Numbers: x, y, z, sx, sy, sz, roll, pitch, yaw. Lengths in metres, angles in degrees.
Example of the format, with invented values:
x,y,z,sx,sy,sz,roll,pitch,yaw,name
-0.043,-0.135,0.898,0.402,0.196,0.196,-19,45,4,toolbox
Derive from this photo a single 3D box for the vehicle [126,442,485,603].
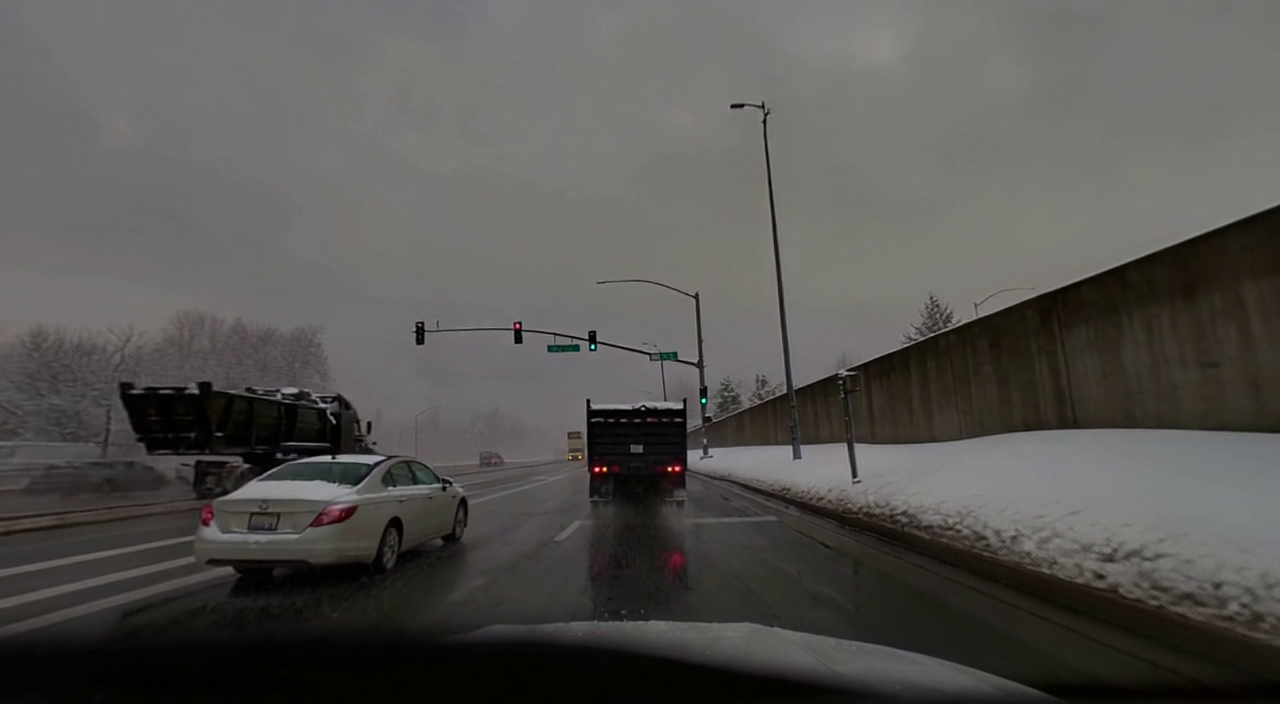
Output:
x,y,z,sx,sy,sz,roll,pitch,yaw,name
-3.741,1.962,8.415,2.019,1.480,4.966,0,-8,1,vehicle

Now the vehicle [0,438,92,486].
x,y,z,sx,sy,sz,roll,pitch,yaw,name
-44.361,7.814,45.163,2.771,3.253,8.023,-1,-8,2,vehicle

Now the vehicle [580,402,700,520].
x,y,z,sx,sy,sz,roll,pitch,yaw,name
0.030,2.535,15.145,2.355,2.305,5.336,0,-8,1,vehicle

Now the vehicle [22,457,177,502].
x,y,z,sx,sy,sz,roll,pitch,yaw,name
-20.761,4.894,24.538,1.855,1.462,4.554,-1,-8,2,vehicle
